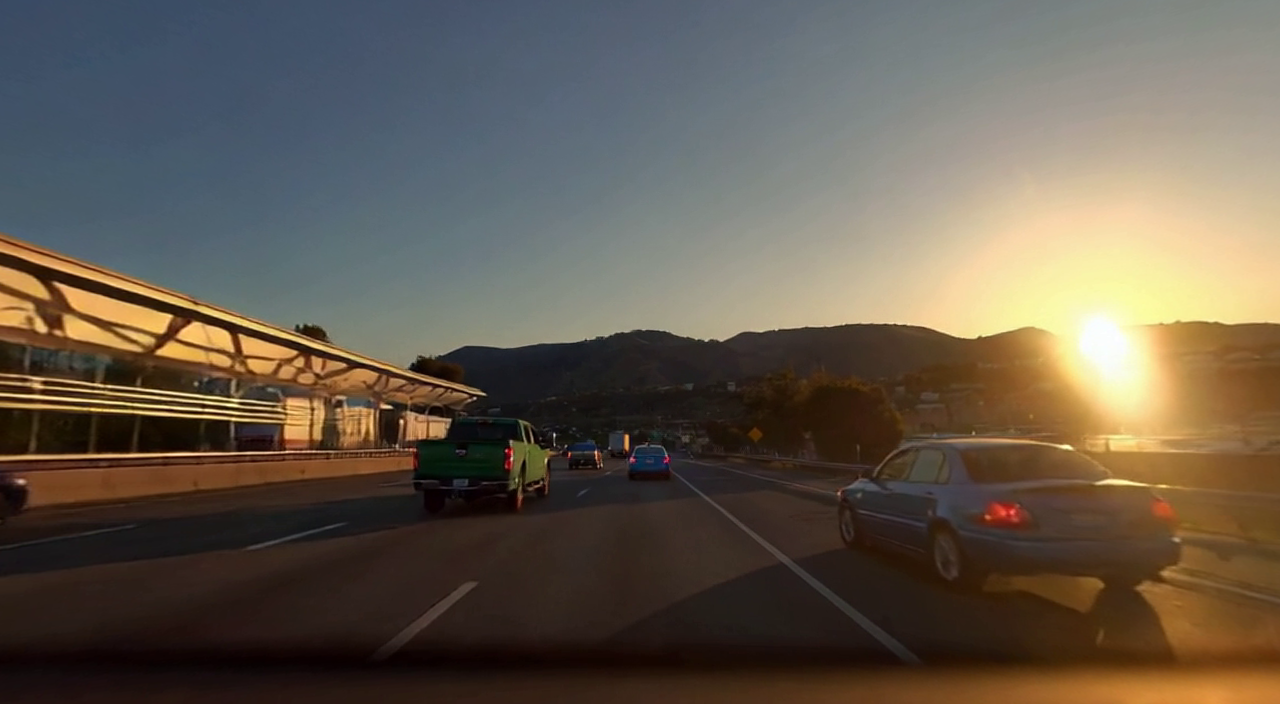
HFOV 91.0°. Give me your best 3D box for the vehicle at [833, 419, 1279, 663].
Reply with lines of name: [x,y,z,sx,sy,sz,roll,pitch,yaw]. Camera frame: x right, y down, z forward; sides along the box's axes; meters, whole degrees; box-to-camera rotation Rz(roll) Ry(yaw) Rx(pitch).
vehicle: [3.747,1.547,6.407,2.023,1.510,4.773,0,-9,-1]

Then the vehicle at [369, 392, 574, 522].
vehicle: [-3.279,2.332,14.395,2.733,2.230,6.820,0,-9,1]

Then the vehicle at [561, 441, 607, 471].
vehicle: [-3.167,5.985,36.490,2.151,1.613,4.786,0,-9,1]

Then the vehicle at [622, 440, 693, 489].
vehicle: [0.507,3.740,21.293,2.171,1.493,4.081,0,-9,0]
